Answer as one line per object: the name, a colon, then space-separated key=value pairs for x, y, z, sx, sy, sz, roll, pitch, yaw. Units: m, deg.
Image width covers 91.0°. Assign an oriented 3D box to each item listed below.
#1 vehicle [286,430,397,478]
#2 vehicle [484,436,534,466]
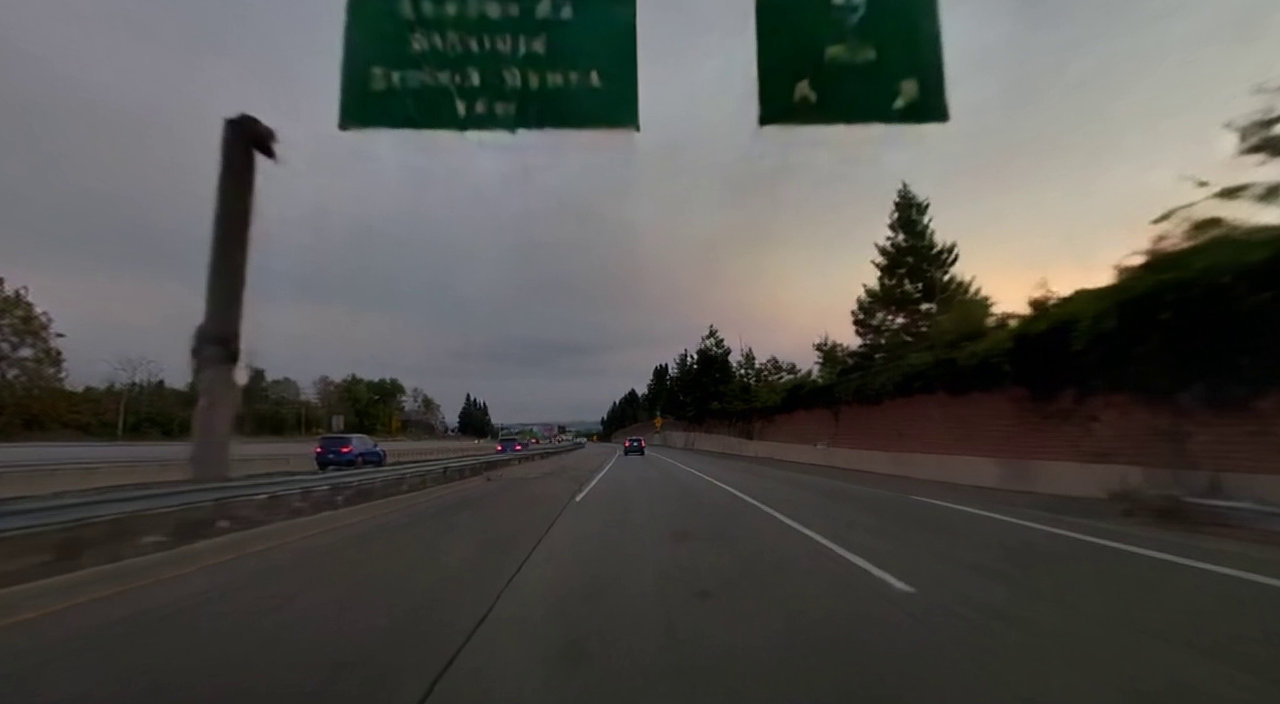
vehicle: x=-11.200 y=3.869 z=24.054 sx=2.025 sy=1.618 sz=4.683 roll=0 pitch=-9 yaw=-1
vehicle: x=-7.933 y=6.057 z=38.668 sx=2.151 sy=1.707 sz=4.759 roll=0 pitch=-8 yaw=-1
